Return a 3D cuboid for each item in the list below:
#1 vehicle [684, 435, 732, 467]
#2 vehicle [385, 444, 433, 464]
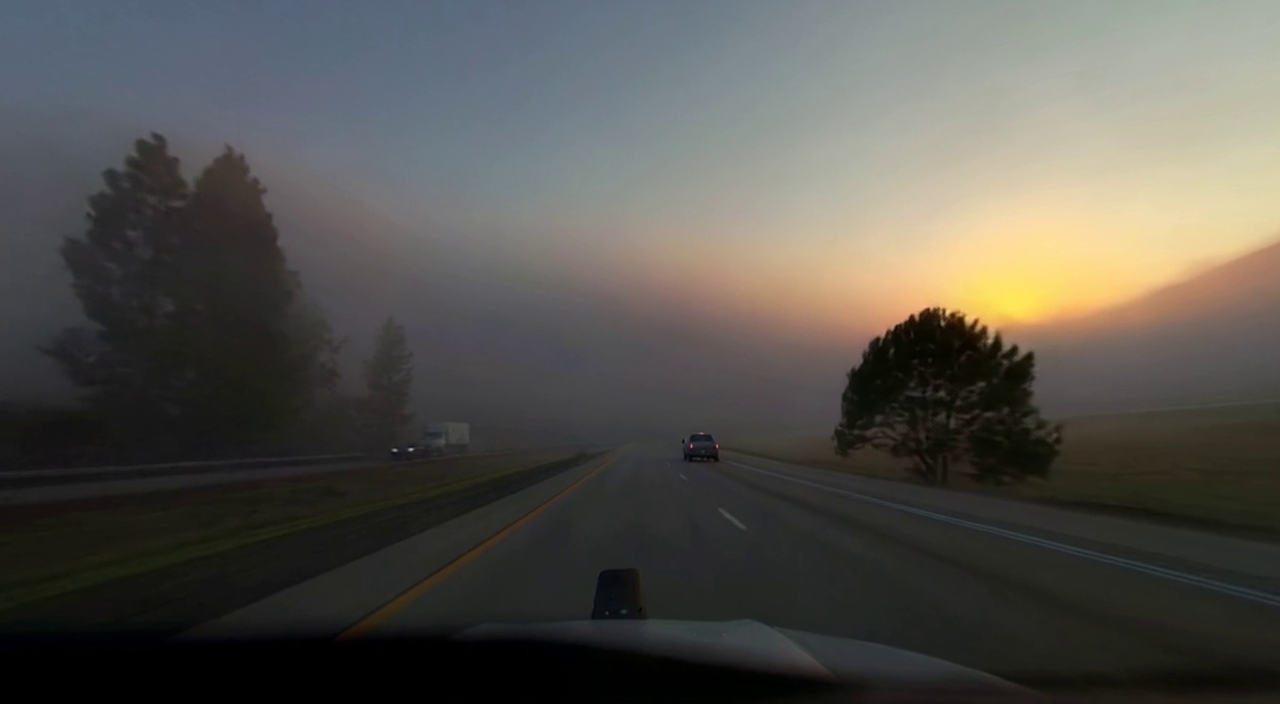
[{"bbox_3d":[3.637,5.388,34.482,2.157,1.640,4.056,0,-8,1],"label":"vehicle"},{"bbox_3d":[-17.818,7.844,48.861,1.878,1.474,4.501,0,-8,1],"label":"vehicle"}]
